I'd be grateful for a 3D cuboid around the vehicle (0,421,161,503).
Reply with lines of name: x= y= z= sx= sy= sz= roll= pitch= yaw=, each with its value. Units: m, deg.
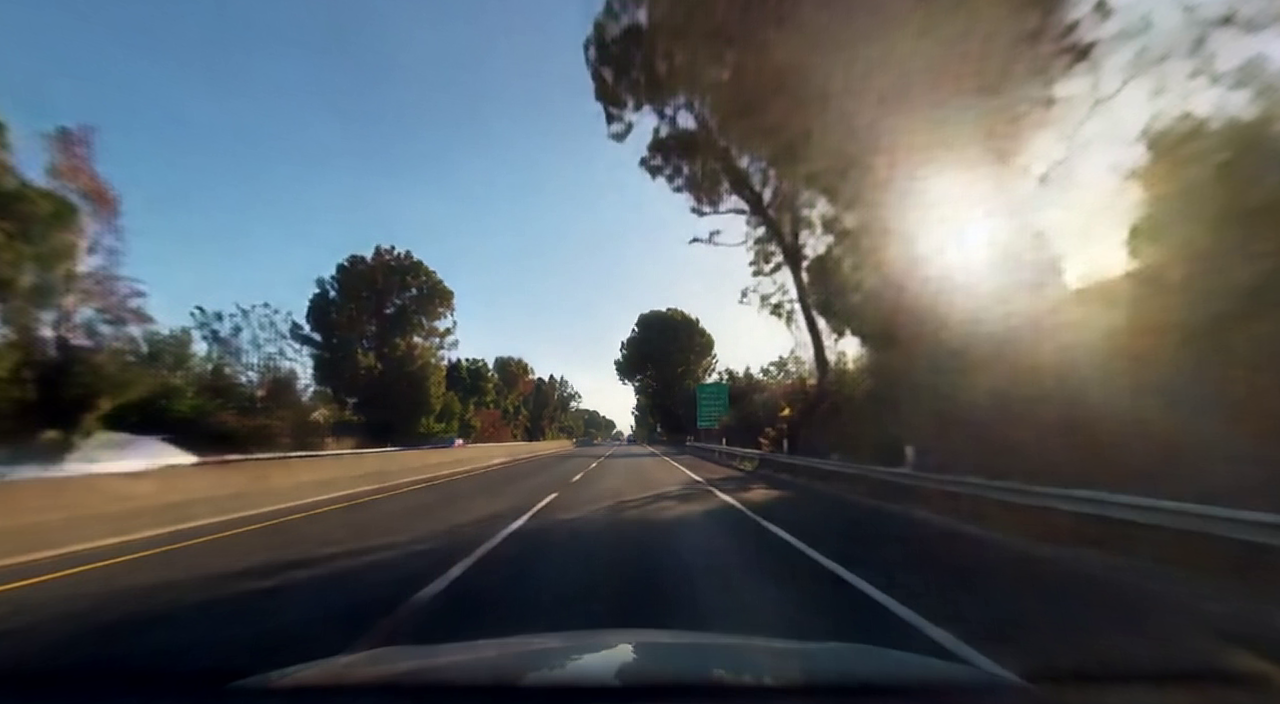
vehicle: x=-13.391 y=2.414 z=14.297 sx=1.837 sy=1.574 sz=4.094 roll=0 pitch=-8 yaw=-1
